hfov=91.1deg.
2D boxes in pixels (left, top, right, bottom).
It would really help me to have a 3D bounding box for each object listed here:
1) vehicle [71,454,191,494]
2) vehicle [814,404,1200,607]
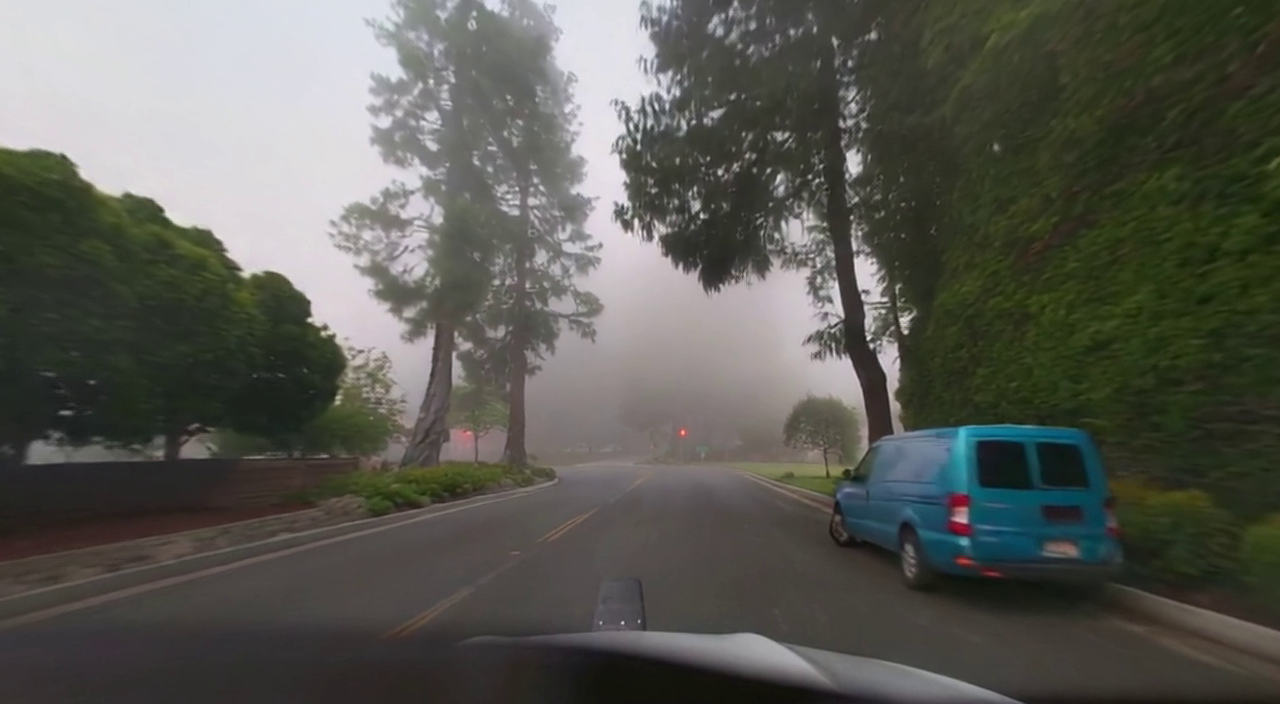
[{"bbox_3d":[-29.190,6.953,36.302,2.294,1.843,5.438,-3,-8,2],"label":"vehicle"},{"bbox_3d":[4.041,1.773,8.231,2.323,1.849,4.691,0,-9,2],"label":"vehicle"}]
